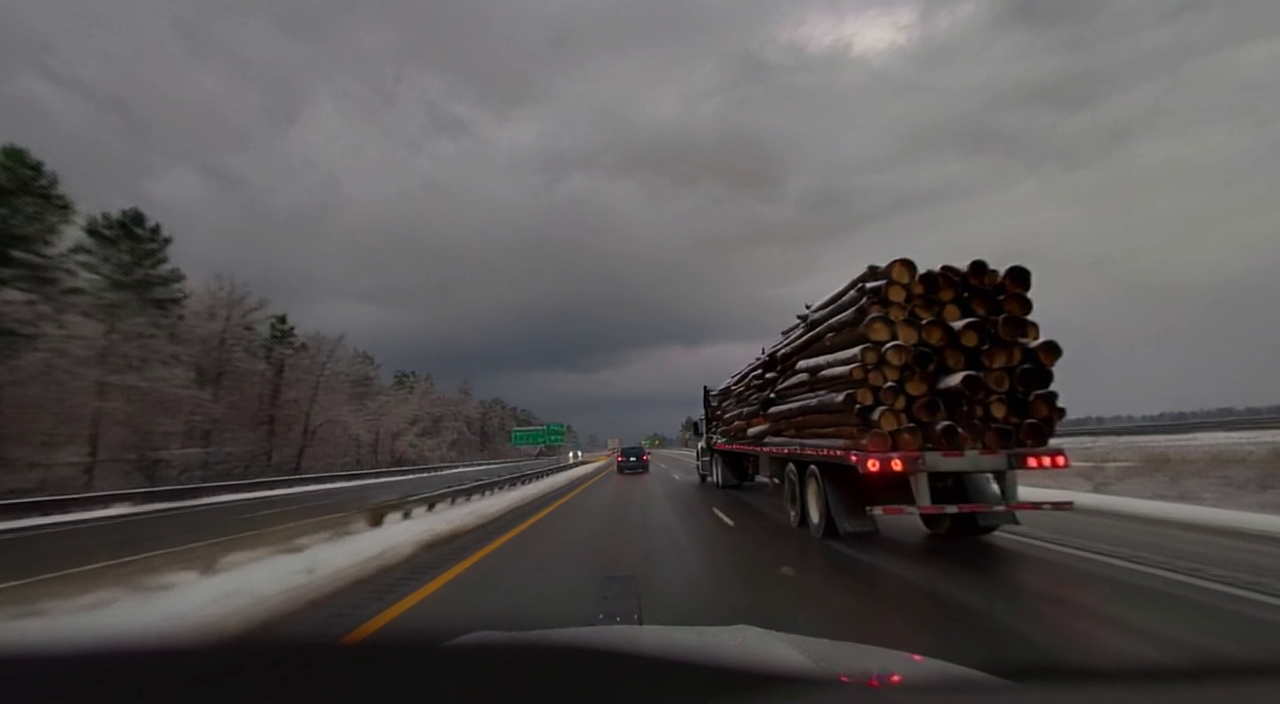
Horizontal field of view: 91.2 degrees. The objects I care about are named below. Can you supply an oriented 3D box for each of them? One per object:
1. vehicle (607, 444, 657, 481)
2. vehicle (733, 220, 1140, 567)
[{"bbox_3d":[-0.348,4.936,28.222,2.099,1.506,4.097,-1,-9,0],"label":"vehicle"},{"bbox_3d":[3.896,1.021,11.259,3.004,3.923,8.363,0,-9,-1],"label":"vehicle"}]
